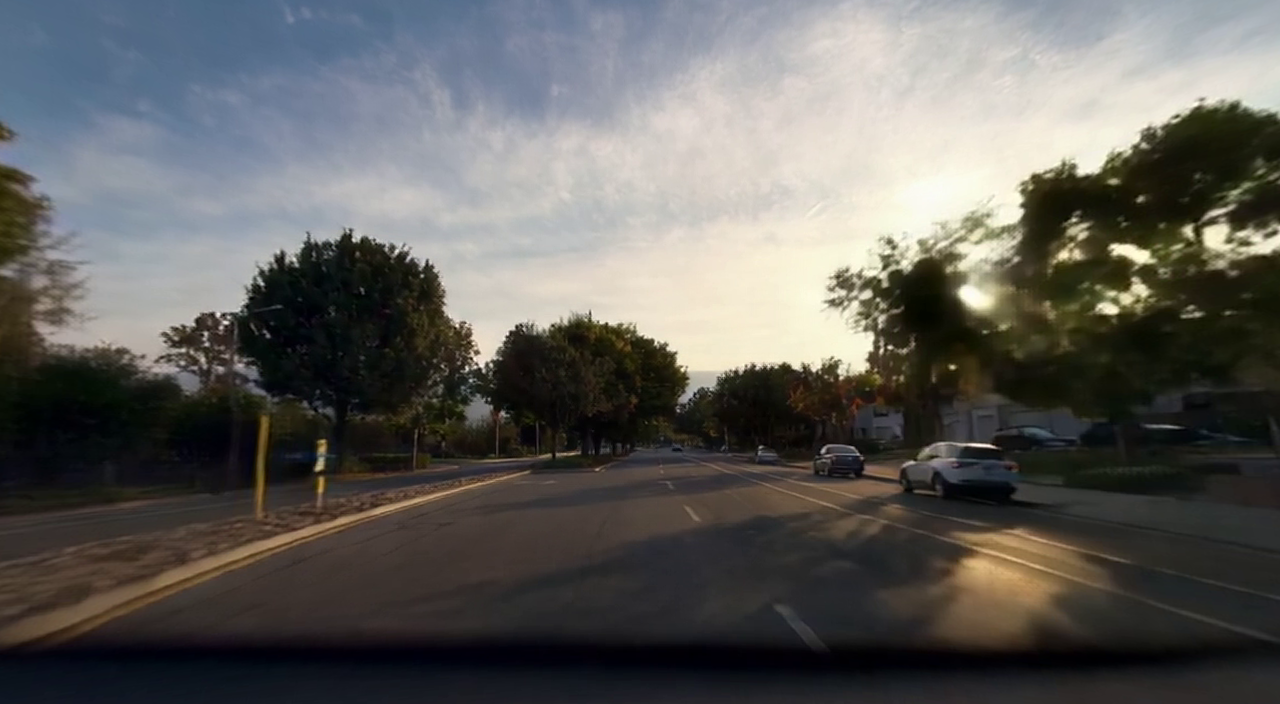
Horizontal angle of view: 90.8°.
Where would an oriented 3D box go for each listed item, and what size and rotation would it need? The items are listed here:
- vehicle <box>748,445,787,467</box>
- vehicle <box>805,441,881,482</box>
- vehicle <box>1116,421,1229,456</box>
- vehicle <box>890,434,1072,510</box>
[{"bbox_3d":[9.510,7.754,47.440,2.076,1.547,4.398,0,-9,1],"label":"vehicle"},{"bbox_3d":[9.164,4.960,28.960,1.990,1.728,4.597,0,-9,1],"label":"vehicle"},{"bbox_3d":[25.923,4.291,30.976,1.878,1.581,4.259,0,-9,2],"label":"vehicle"},{"bbox_3d":[8.750,3.098,16.869,2.192,1.714,4.885,0,-9,1],"label":"vehicle"}]
